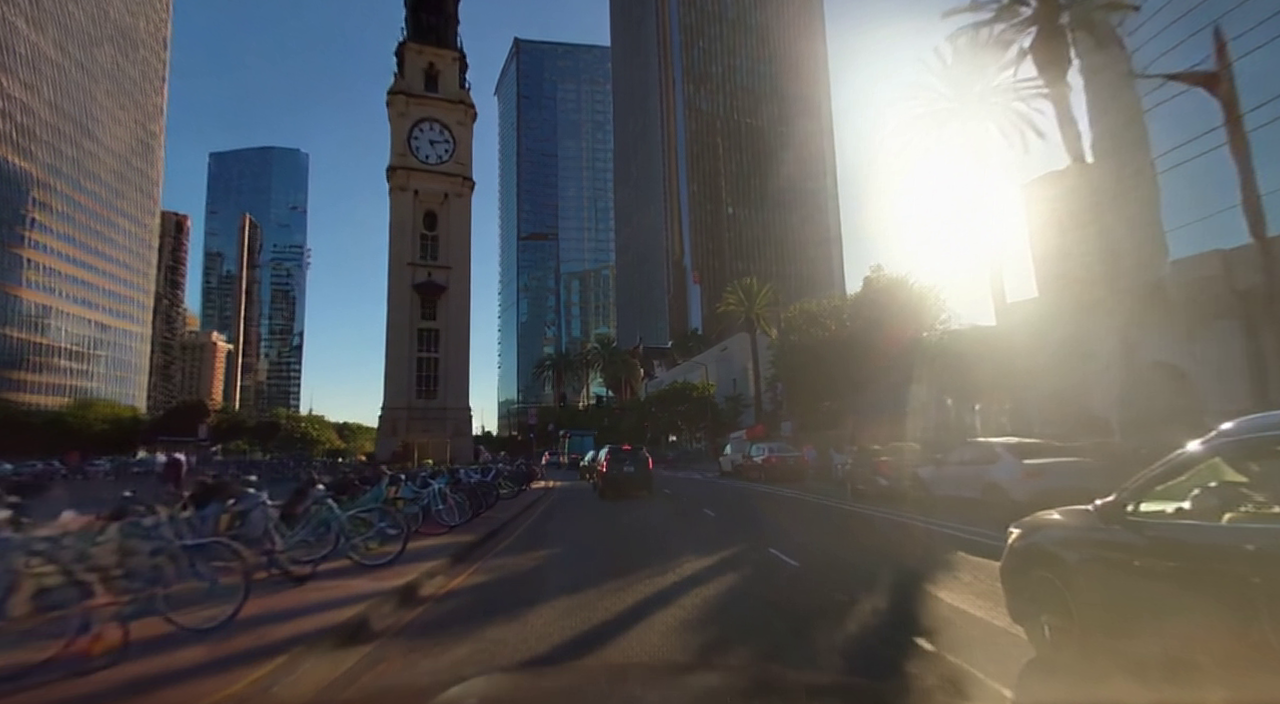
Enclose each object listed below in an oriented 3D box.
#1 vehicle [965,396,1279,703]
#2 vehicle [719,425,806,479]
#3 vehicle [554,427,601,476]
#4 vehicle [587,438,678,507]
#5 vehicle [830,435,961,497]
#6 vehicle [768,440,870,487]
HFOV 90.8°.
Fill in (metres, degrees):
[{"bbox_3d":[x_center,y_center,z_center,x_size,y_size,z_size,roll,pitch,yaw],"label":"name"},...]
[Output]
[{"bbox_3d":[3.568,0.899,2.299,2.116,1.500,4.702,0,-9,-2],"label":"vehicle"},{"bbox_3d":[5.954,5.020,31.656,2.377,2.429,5.532,1,-9,-10],"label":"vehicle"},{"bbox_3d":[-4.135,6.409,40.868,2.400,2.872,6.053,2,-9,-12],"label":"vehicle"},{"bbox_3d":[-0.334,3.167,17.017,2.111,1.605,3.832,1,-9,-6],"label":"vehicle"},{"bbox_3d":[7.640,3.449,19.425,1.860,1.684,4.211,1,-9,-6],"label":"vehicle"},{"bbox_3d":[6.917,4.367,25.066,1.945,1.623,5.013,1,-9,-8],"label":"vehicle"}]
